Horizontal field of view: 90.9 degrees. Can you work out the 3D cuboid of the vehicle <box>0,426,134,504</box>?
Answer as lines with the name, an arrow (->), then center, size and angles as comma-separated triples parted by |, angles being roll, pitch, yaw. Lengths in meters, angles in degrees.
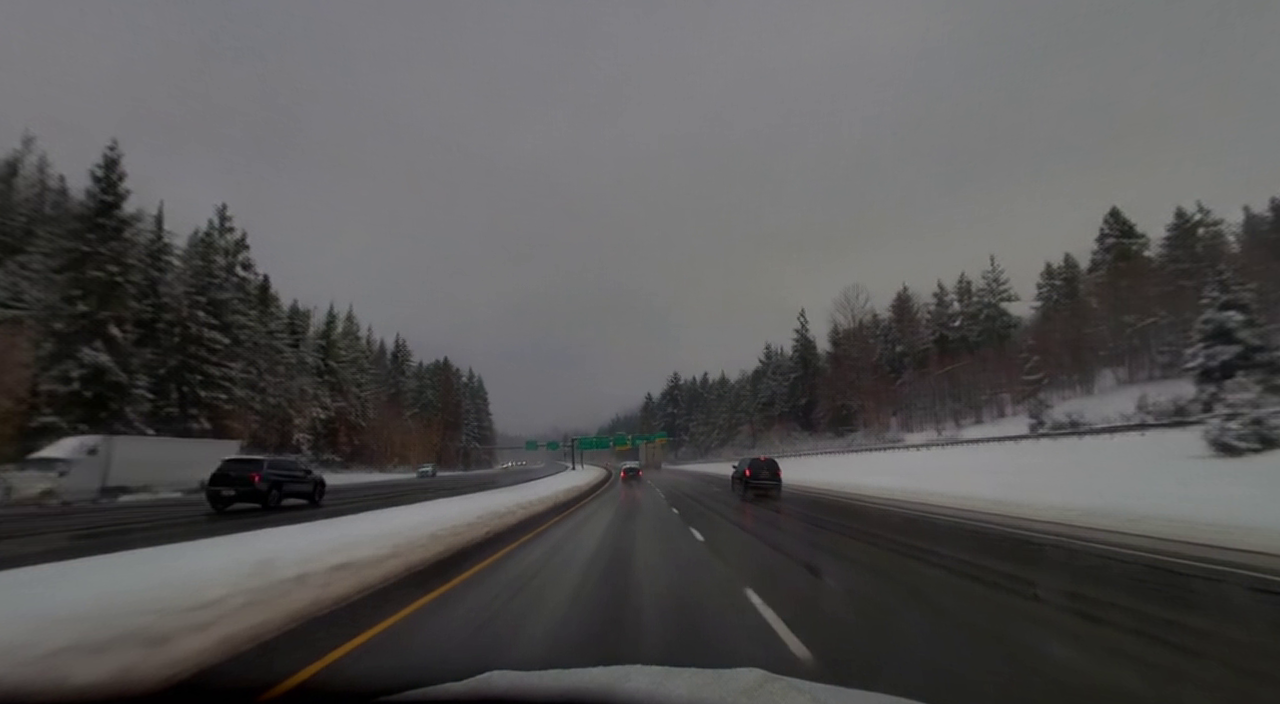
vehicle -> -31.812, 6.194, 34.504 | 2.934, 3.826, 5.929 | 1, -10, -1

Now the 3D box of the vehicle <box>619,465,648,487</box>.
vehicle -> -0.494, 8.947, 45.665 | 1.987, 1.467, 3.903 | 1, -10, -1

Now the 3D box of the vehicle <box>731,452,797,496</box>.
vehicle -> 5.593, 5.608, 29.071 | 1.998, 1.776, 4.663 | 1, -10, -1

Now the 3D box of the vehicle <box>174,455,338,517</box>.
vehicle -> -11.638, 4.097, 19.613 | 1.952, 1.618, 4.859 | 1, -10, 1
